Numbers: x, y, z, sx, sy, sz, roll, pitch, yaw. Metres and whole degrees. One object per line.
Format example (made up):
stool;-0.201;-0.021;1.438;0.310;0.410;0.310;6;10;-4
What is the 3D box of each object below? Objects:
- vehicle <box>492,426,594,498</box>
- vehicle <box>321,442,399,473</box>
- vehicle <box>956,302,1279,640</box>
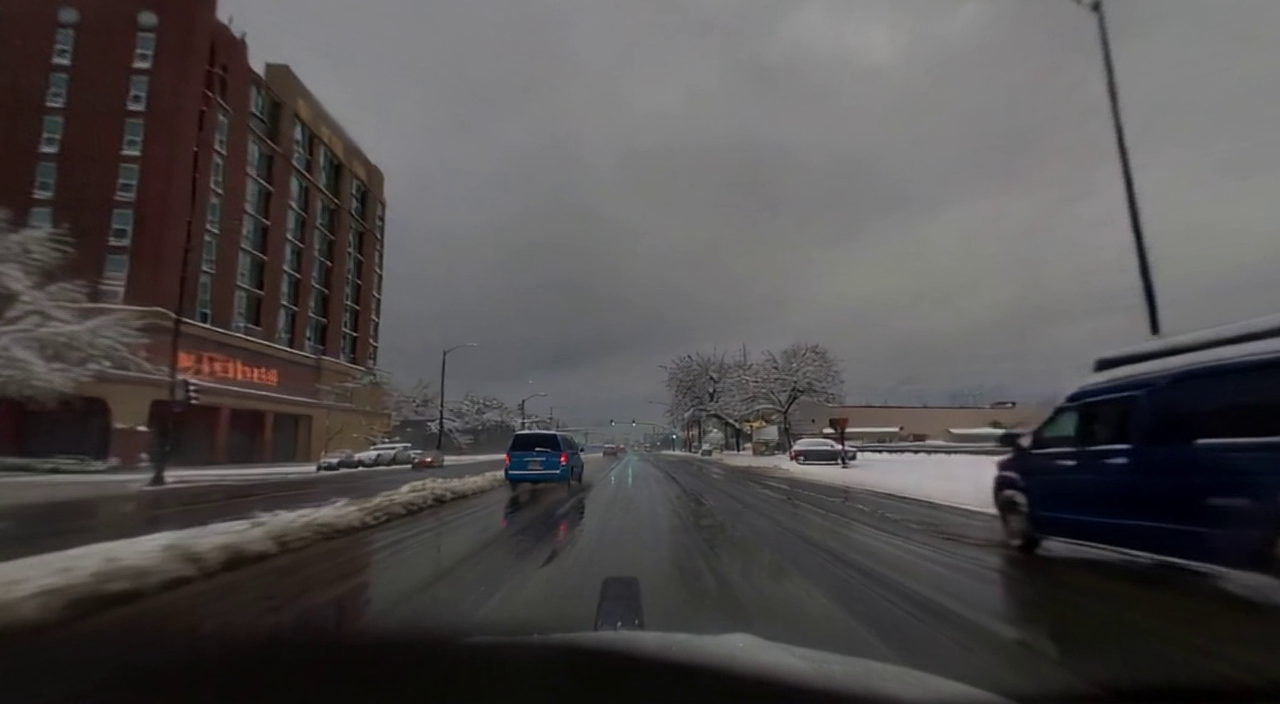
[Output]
vehicle;-2.481;2.929;17.089;2.080;1.722;3.766;0;-8;1
vehicle;-14.492;5.486;32.853;1.909;1.490;4.531;0;-8;1
vehicle;6.300;1.200;6.751;2.642;2.582;6.157;0;-8;1
